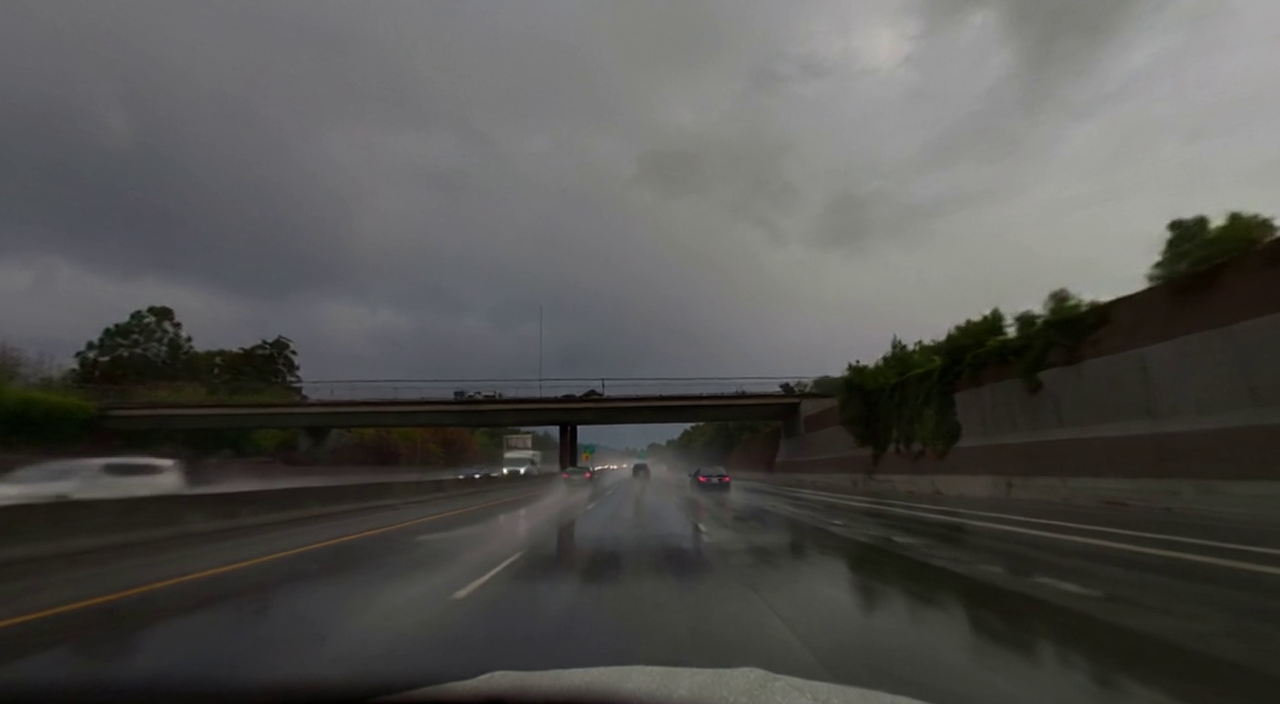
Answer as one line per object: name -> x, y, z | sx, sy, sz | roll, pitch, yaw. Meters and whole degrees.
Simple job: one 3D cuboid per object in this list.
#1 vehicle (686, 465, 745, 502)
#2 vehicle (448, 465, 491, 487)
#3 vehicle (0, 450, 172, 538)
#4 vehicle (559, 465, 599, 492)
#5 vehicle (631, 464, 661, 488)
vehicle -> 3.362, 6.001, 28.959 | 2.092, 1.518, 4.348 | 1, -10, -1
vehicle -> -13.437, 9.803, 49.762 | 2.033, 1.615, 4.542 | 1, -10, 1
vehicle -> -13.275, 3.109, 14.139 | 1.934, 1.661, 4.526 | 1, -10, 0
vehicle -> -3.652, 7.672, 38.246 | 1.975, 1.486, 3.903 | 1, -10, 0
vehicle -> 0.431, 9.432, 48.043 | 2.181, 1.698, 4.056 | 1, -10, 0
